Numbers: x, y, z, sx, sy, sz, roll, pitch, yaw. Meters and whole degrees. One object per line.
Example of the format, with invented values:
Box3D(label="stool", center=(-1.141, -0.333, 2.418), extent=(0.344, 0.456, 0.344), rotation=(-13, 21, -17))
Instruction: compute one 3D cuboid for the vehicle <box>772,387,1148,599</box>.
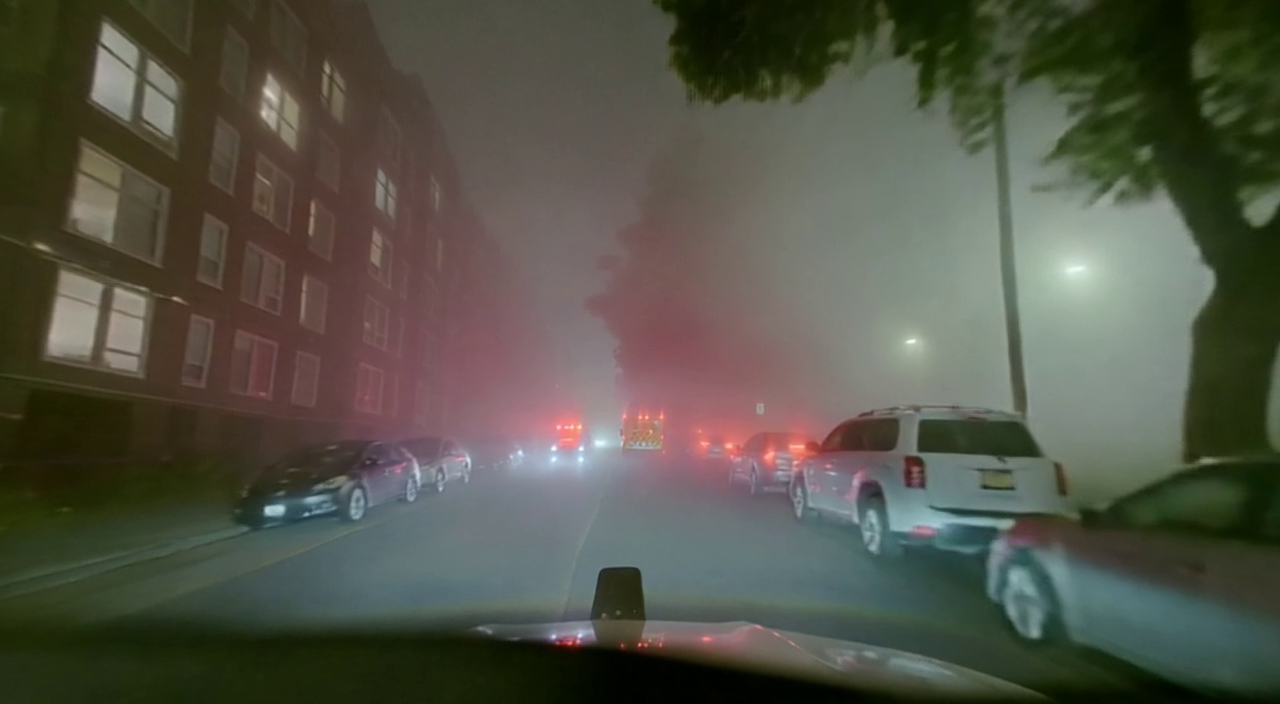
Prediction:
Box3D(label="vehicle", center=(3.329, 1.554, 7.991), extent=(2.188, 1.810, 4.709), rotation=(2, -8, -2))

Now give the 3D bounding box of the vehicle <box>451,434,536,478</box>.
Box3D(label="vehicle", center=(-5.293, 3.799, 23.561), extent=(2.047, 1.471, 4.647), rotation=(0, -7, 0))

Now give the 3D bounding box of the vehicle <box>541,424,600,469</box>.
Box3D(label="vehicle", center=(-2.938, 4.076, 27.557), extent=(2.029, 1.802, 4.229), rotation=(0, -7, 1))

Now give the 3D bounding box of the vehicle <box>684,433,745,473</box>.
Box3D(label="vehicle", center=(3.311, 4.526, 28.802), extent=(2.035, 1.549, 4.373), rotation=(4, -8, -2))

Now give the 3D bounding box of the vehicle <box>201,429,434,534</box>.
Box3D(label="vehicle", center=(-5.406, 2.167, 11.378), extent=(1.921, 1.482, 4.280), rotation=(-1, -7, 0))

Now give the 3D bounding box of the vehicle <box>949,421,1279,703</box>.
Box3D(label="vehicle", center=(3.386, 1.055, 2.709), extent=(1.913, 1.434, 4.408), rotation=(2, -7, 0))

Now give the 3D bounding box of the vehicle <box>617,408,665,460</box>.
Box3D(label="vehicle", center=(-0.078, 5.260, 40.547), extent=(2.754, 3.008, 7.730), rotation=(0, -8, -2))
